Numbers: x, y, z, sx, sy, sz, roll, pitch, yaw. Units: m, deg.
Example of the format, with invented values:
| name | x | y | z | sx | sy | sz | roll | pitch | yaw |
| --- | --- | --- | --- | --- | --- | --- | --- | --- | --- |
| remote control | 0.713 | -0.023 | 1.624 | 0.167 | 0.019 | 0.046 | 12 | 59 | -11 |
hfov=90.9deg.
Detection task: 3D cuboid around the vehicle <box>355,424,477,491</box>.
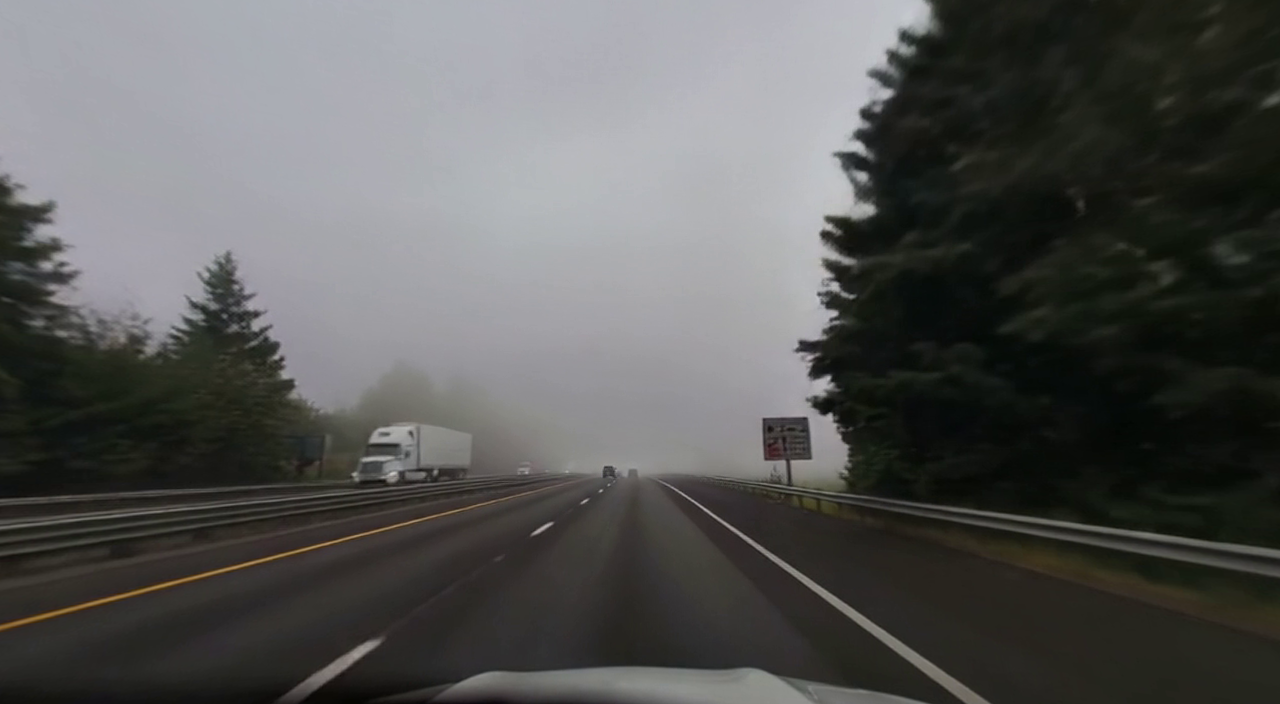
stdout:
| name | x | y | z | sx | sy | sz | roll | pitch | yaw |
| --- | --- | --- | --- | --- | --- | --- | --- | --- | --- |
| vehicle | -16.170 | 8.096 | 47.787 | 3.208 | 4.122 | 16.588 | 1 | -10 | 0 |
